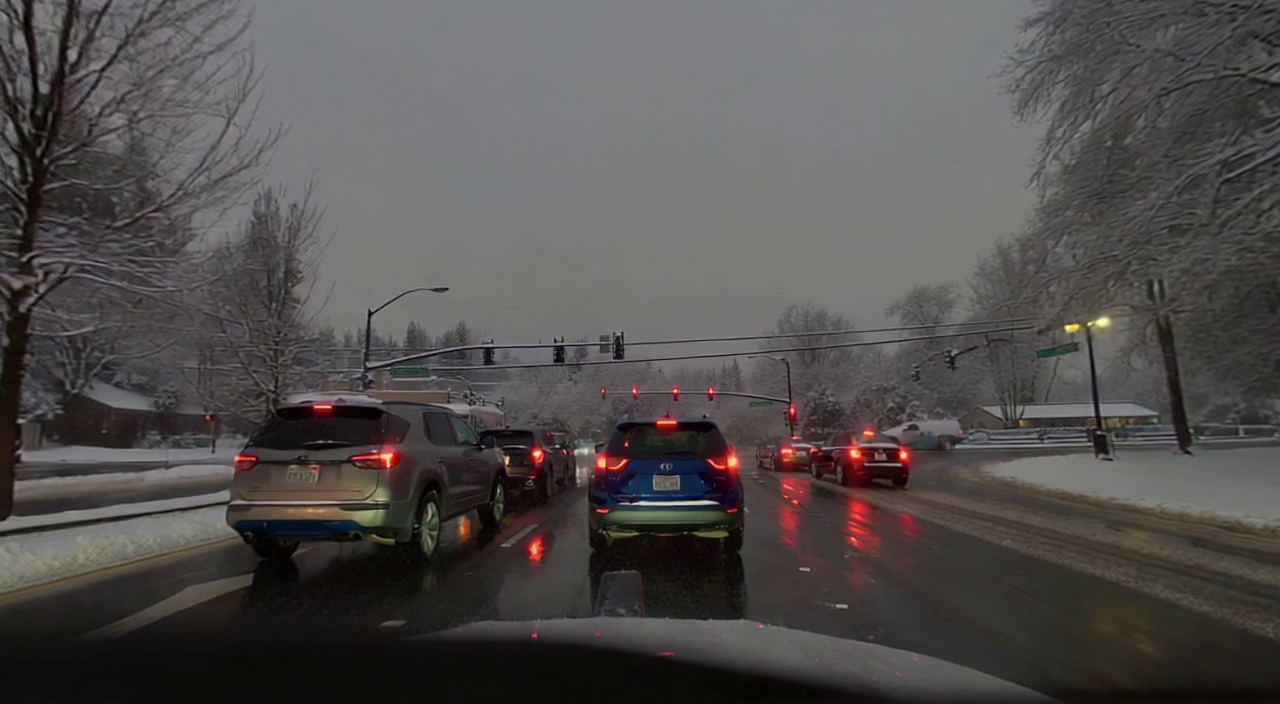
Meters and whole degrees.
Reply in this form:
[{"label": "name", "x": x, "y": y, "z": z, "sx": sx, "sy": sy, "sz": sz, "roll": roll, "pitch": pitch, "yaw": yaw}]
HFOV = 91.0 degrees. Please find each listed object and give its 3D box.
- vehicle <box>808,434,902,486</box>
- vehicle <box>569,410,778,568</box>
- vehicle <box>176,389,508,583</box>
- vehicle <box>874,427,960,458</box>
[{"label": "vehicle", "x": 7.295, "y": 3.699, "z": 21.822, "sx": 2.067, "sy": 1.599, "sz": 4.251, "roll": -1, "pitch": -8, "yaw": 5}, {"label": "vehicle", "x": 0.373, "y": 1.749, "z": 8.768, "sx": 2.189, "sy": 1.649, "sz": 4.171, "roll": 0, "pitch": -8, "yaw": 1}, {"label": "vehicle", "x": -3.258, "y": 1.578, "z": 8.158, "sx": 2.085, "sy": 1.812, "sz": 4.388, "roll": 0, "pitch": -8, "yaw": 1}, {"label": "vehicle", "x": 18.001, "y": 5.909, "z": 40.971, "sx": 4.855, "sy": 1.933, "sz": 2.096, "roll": -4, "pitch": -9, "yaw": 25}]
